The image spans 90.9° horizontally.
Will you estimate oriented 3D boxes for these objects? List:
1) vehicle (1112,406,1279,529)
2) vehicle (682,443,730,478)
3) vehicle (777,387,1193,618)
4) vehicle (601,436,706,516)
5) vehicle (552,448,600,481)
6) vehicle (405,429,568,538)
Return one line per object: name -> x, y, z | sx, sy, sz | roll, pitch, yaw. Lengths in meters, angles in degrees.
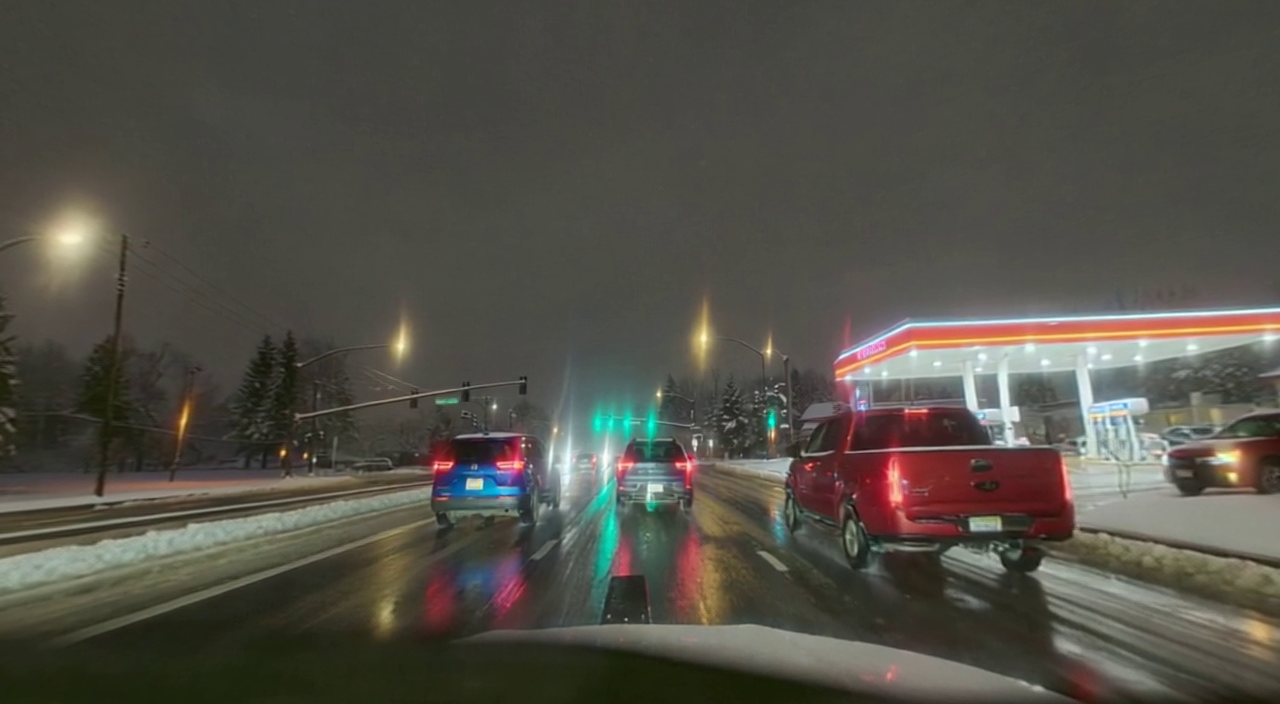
vehicle -> 13.003, 2.087, 12.547 | 5.925, 2.008, 2.478 | 0, -8, -16
vehicle -> 3.525, 5.857, 34.225 | 2.122, 1.745, 4.337 | 0, -8, 0
vehicle -> 3.383, 1.610, 7.854 | 2.161, 1.868, 5.321 | 0, -8, 0
vehicle -> 0.262, 2.889, 15.223 | 2.181, 1.650, 4.083 | 0, -8, -1
vehicle -> -3.161, 5.659, 32.000 | 1.954, 1.497, 4.078 | 0, -8, 1
vehicle -> -2.735, 2.438, 12.374 | 2.019, 1.731, 4.299 | 0, -8, 1
